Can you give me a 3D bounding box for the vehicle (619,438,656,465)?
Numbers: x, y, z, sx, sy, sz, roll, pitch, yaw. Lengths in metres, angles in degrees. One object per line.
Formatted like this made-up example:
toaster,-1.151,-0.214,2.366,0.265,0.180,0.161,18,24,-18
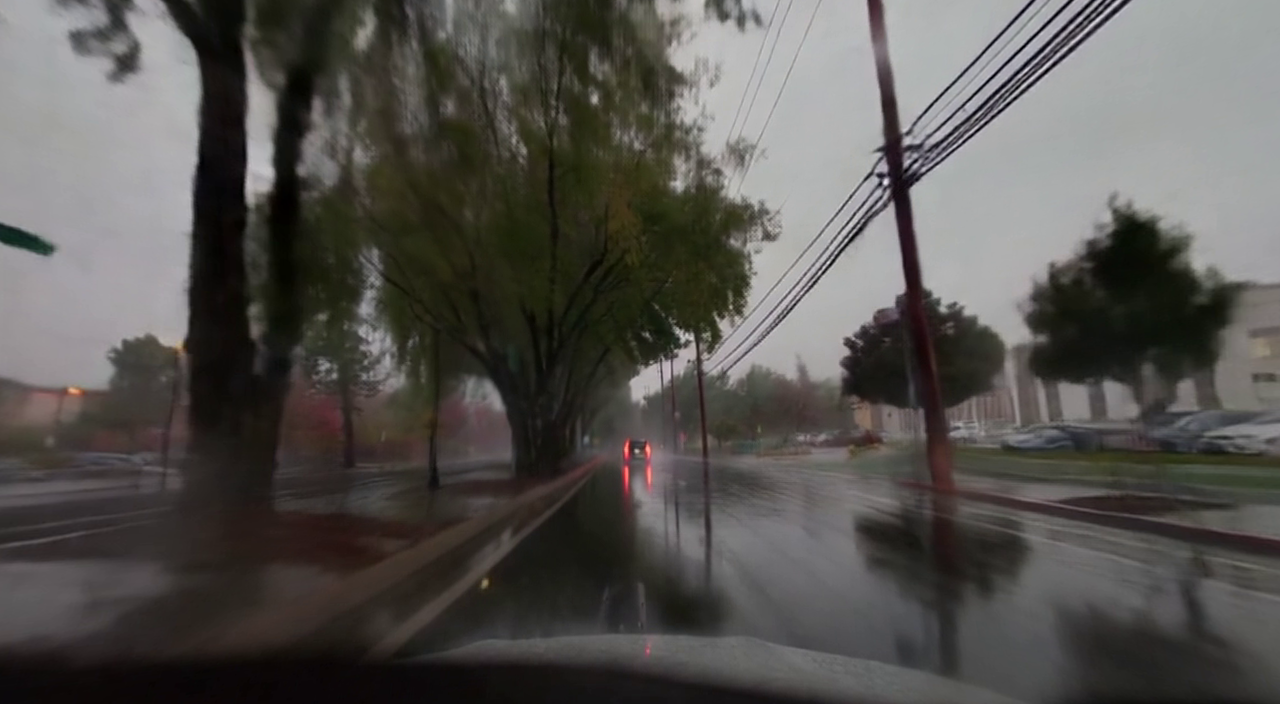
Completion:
vehicle,-0.193,5.979,38.011,2.109,1.501,4.042,0,-8,-1
